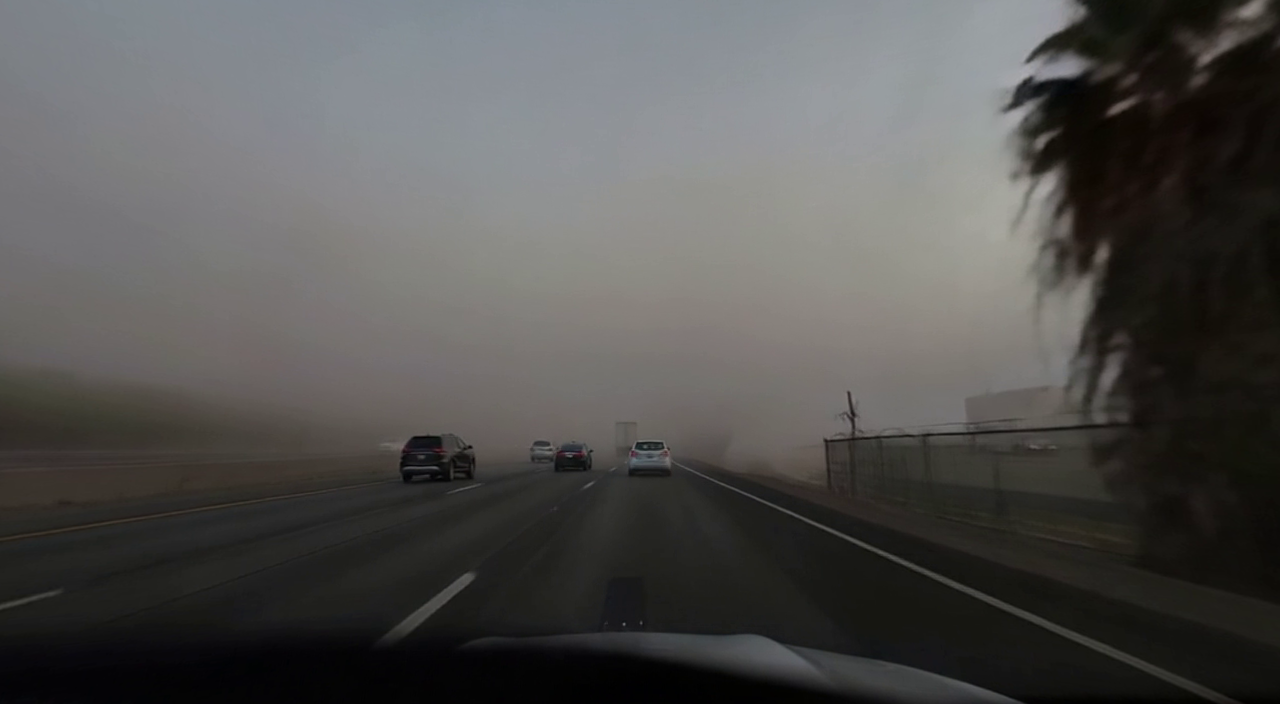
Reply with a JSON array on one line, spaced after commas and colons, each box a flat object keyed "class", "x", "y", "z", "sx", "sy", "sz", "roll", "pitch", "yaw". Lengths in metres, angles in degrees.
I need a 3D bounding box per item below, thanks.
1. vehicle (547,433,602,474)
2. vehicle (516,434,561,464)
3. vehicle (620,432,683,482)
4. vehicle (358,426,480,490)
[{"class": "vehicle", "x": -3.126, "y": 4.927, "z": 30.964, "sx": 2.108, "sy": 1.832, "sz": 4.549, "roll": 0, "pitch": -8, "yaw": 1}, {"class": "vehicle", "x": -6.845, "y": 6.610, "z": 43.159, "sx": 2.085, "sy": 1.932, "sz": 4.967, "roll": -1, "pitch": -8, "yaw": 2}, {"class": "vehicle", "x": 0.381, "y": 3.882, "z": 23.515, "sx": 2.136, "sy": 1.678, "sz": 4.052, "roll": 0, "pitch": -8, "yaw": 0}, {"class": "vehicle", "x": -6.903, "y": 3.367, "z": 20.342, "sx": 2.105, "sy": 1.790, "sz": 4.689, "roll": 0, "pitch": -8, "yaw": 2}]
